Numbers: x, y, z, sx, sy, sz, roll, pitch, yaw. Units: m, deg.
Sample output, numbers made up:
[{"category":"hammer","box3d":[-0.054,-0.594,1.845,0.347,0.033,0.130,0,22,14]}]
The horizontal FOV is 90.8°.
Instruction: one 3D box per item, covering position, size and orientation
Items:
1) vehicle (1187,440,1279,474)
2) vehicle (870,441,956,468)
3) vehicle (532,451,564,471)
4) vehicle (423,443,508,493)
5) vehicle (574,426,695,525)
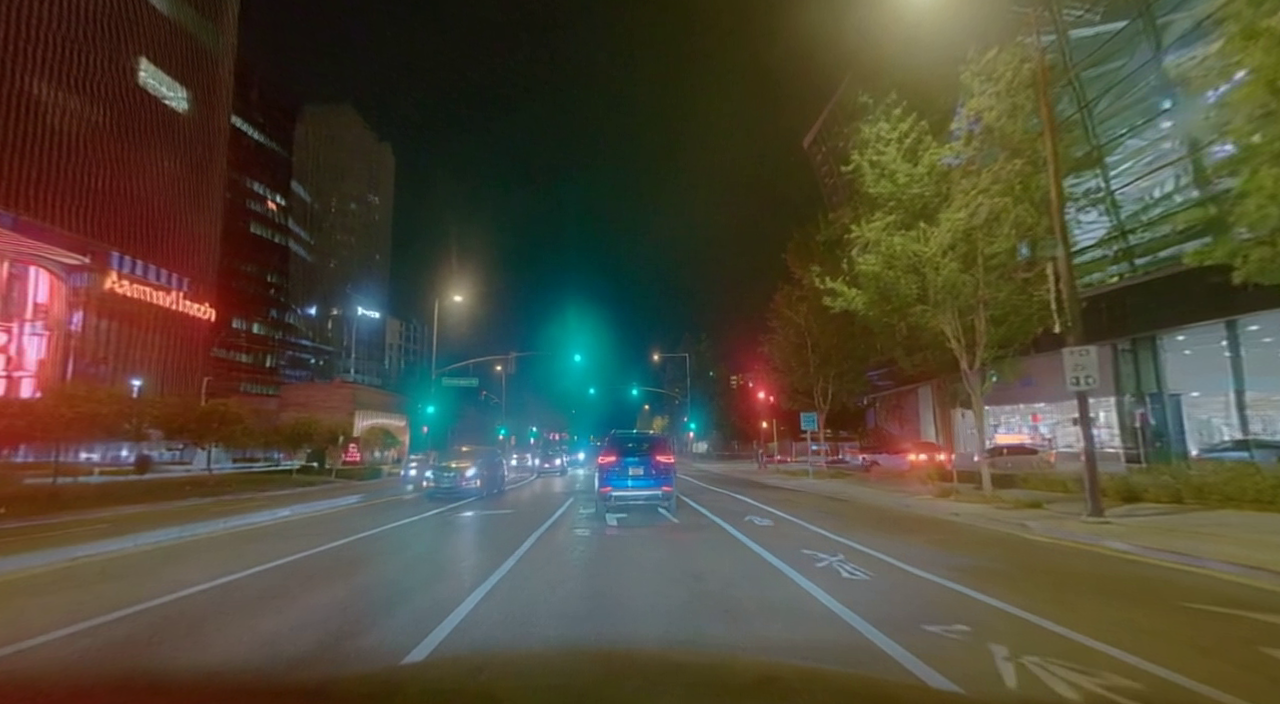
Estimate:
[{"category":"vehicle","box3d":[31.032,5.274,31.817,5.161,1.610,2.024,0,-9,-3]},{"category":"vehicle","box3d":[16.630,6.277,38.660,4.422,1.563,1.751,0,-9,-2]},{"category":"vehicle","box3d":[-7.143,8.497,49.566,1.908,1.475,4.337,0,-9,0]},{"category":"vehicle","box3d":[-6.295,4.208,23.320,2.028,1.655,4.189,0,-9,-1]},{"category":"vehicle","box3d":[-0.172,2.558,13.590,2.183,1.765,4.059,0,-9,-2]}]
